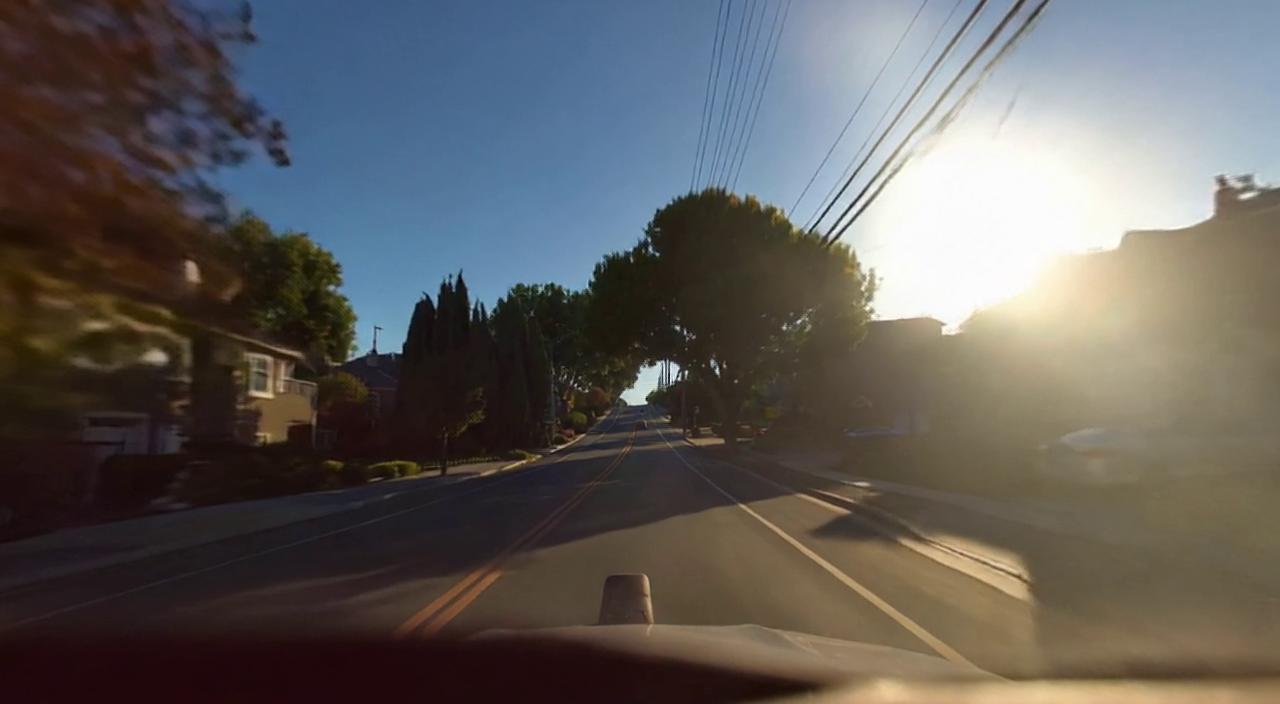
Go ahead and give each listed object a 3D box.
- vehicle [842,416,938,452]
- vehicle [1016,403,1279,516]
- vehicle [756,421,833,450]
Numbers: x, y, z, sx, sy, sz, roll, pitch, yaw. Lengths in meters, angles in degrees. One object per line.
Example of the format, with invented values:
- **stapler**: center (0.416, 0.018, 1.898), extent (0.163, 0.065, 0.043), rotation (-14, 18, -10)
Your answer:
- **vehicle**: center (15.124, 5.013, 38.139), extent (5.046, 1.548, 2.174), rotation (-10, -13, 24)
- **vehicle**: center (9.716, 1.901, 11.355), extent (4.512, 1.828, 2.038), rotation (0, -8, 0)
- **vehicle**: center (10.743, 5.800, 43.887), extent (4.707, 1.794, 2.303), rotation (-4, -4, 30)
